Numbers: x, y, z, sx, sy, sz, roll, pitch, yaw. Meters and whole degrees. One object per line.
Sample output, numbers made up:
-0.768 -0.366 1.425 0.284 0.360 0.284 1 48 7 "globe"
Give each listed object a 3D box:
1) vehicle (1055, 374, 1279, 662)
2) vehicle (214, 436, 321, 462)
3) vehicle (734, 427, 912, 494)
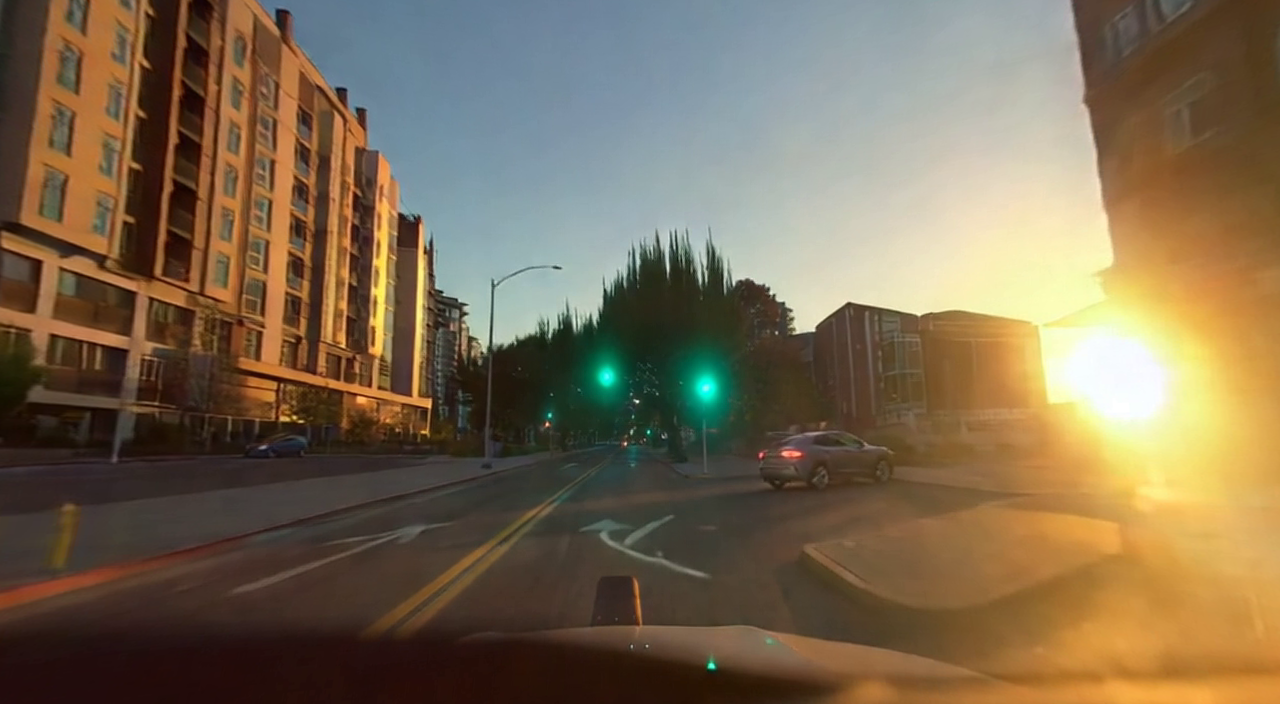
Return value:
5.009 1.019 4.496 3.844 1.524 1.847 4 -9 -32 "vehicle"
-19.531 5.094 33.302 2.660 1.211 4.739 -1 -8 2 "vehicle"
4.673 2.709 16.141 4.033 1.514 1.974 3 -9 -25 "vehicle"
